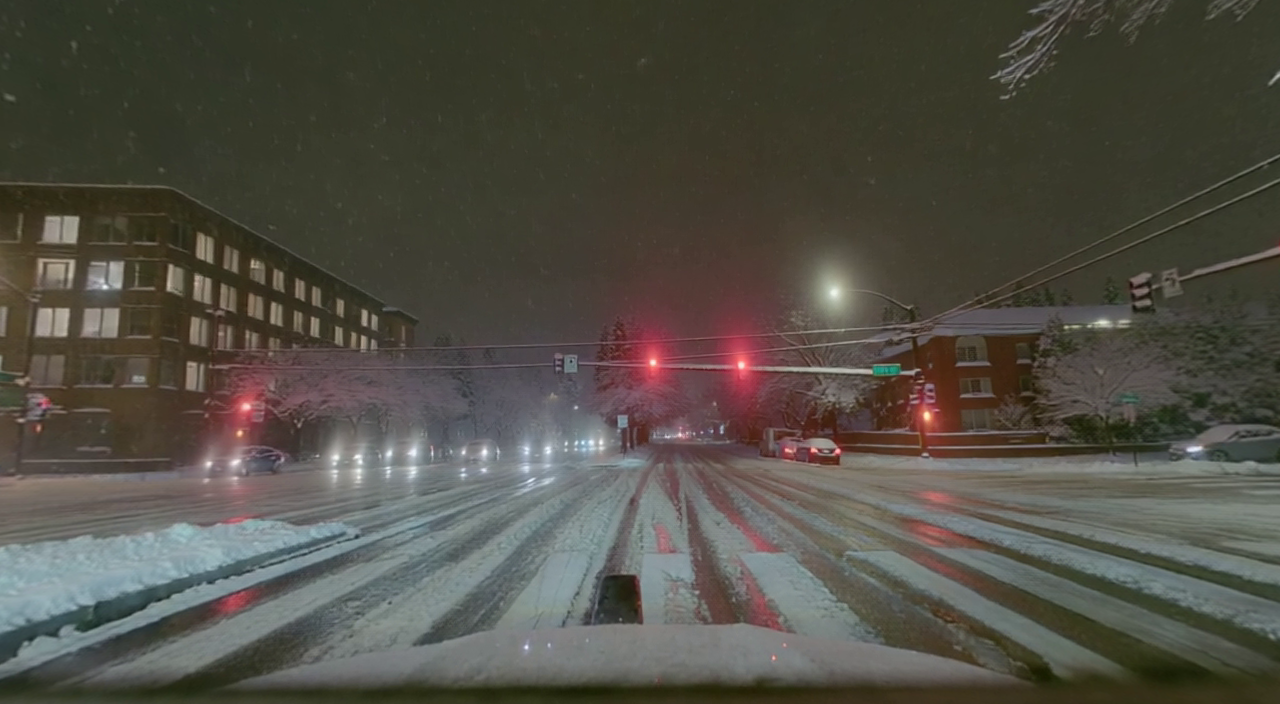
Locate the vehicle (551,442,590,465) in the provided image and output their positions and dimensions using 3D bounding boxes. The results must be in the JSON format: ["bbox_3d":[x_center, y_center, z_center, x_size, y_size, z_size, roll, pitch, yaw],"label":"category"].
[{"bbox_3d":[-4.551,6.711,41.673,1.954,1.431,4.050,0,-9,2],"label":"vehicle"}]

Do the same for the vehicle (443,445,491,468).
[{"bbox_3d":[-11.657,7.072,42.685,1.911,1.476,4.297,-1,-9,2],"label":"vehicle"}]

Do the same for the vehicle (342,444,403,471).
[{"bbox_3d":[-18.585,7.348,44.002,2.237,1.801,4.541,0,-9,1],"label":"vehicle"}]

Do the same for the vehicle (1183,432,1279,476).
[{"bbox_3d":[22.307,3.581,22.246,4.474,1.477,1.908,0,-9,-2],"label":"vehicle"}]

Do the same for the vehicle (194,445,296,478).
[{"bbox_3d":[-23.289,6.437,37.329,2.032,1.839,4.884,-3,-9,16],"label":"vehicle"}]

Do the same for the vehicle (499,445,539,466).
[{"bbox_3d":[-8.115,7.004,42.605,1.910,1.321,3.692,0,-9,2],"label":"vehicle"}]

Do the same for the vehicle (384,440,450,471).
[{"bbox_3d":[-15.151,7.035,43.151,2.340,1.946,5.450,0,-9,2],"label":"vehicle"}]
